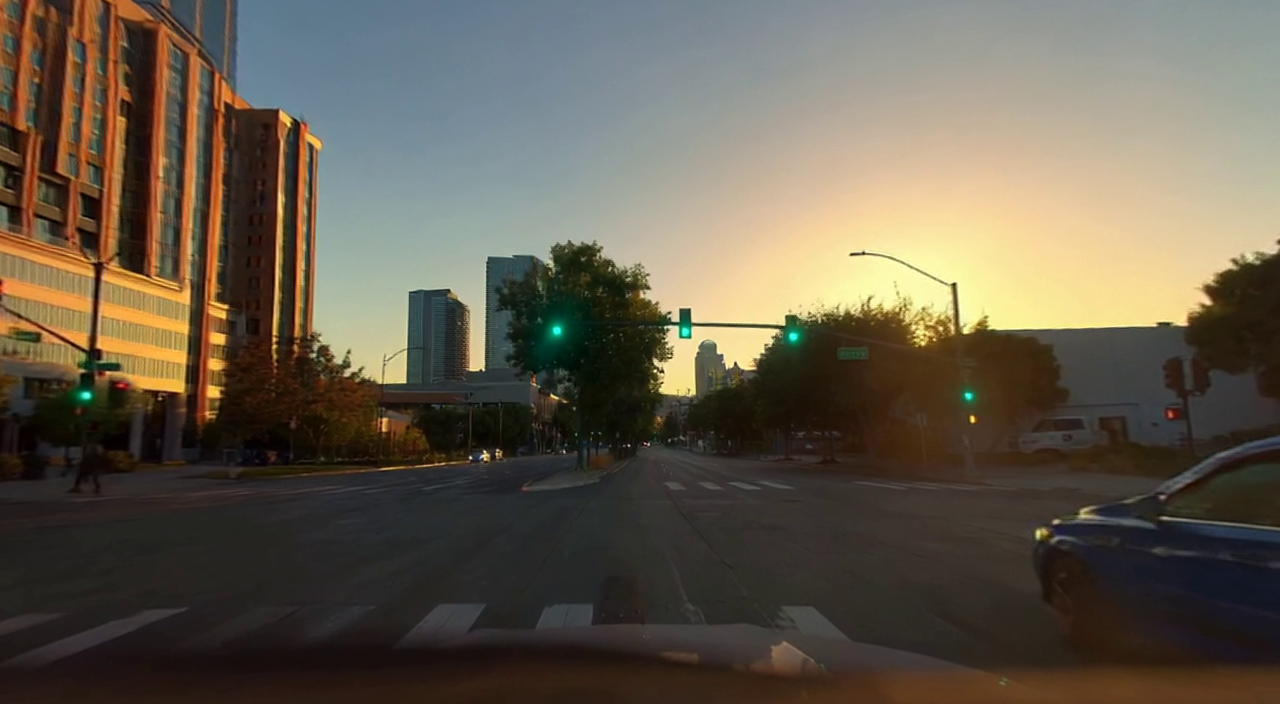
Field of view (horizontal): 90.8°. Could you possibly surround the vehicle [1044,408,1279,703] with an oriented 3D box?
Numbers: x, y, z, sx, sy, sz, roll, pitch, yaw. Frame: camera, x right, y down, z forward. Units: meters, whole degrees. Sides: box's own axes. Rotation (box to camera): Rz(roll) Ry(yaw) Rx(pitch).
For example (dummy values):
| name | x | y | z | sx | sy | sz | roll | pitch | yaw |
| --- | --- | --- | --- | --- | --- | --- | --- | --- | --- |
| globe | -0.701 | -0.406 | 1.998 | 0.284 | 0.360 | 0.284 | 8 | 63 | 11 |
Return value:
| name | x | y | z | sx | sy | sz | roll | pitch | yaw |
| --- | --- | --- | --- | --- | --- | --- | --- | --- | --- |
| vehicle | 3.013 | 0.731 | 0.758 | 2.015 | 1.455 | 4.615 | 0 | -8 | 0 |
